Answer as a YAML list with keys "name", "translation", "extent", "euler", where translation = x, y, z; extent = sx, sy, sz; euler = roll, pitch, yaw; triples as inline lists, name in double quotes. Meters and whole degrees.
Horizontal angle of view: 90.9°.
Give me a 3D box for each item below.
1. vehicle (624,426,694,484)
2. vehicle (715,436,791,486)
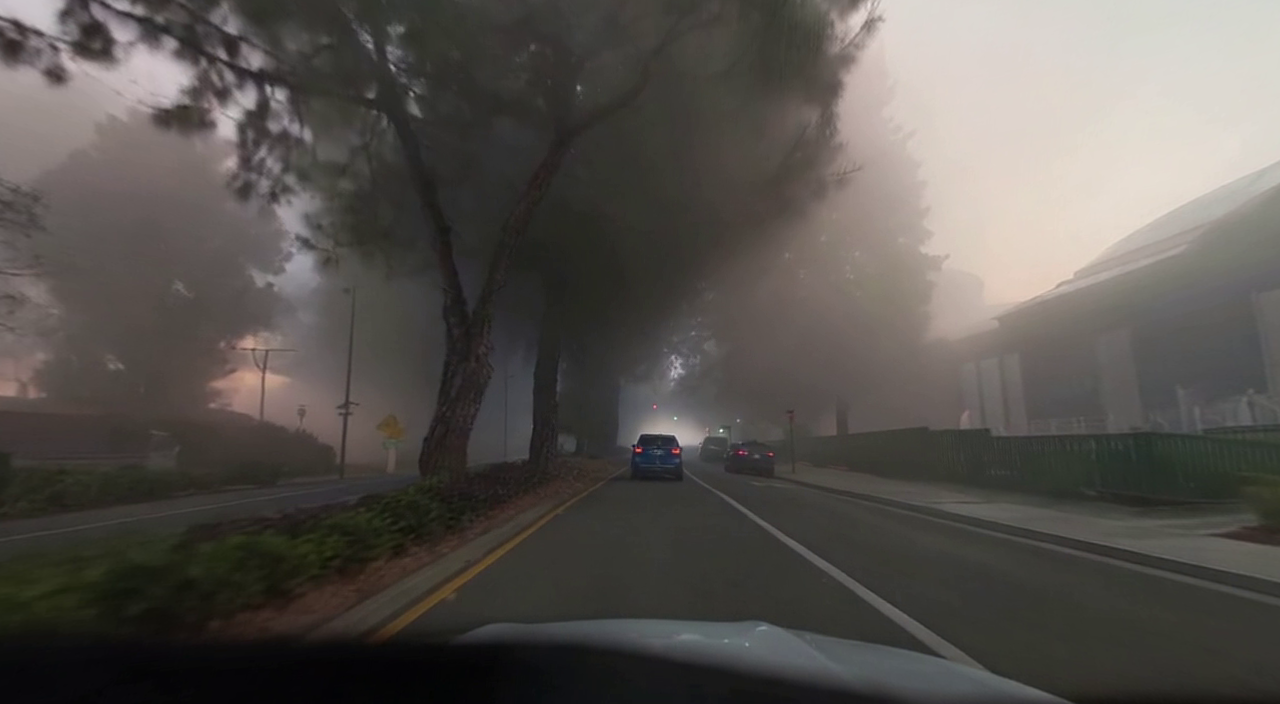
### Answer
- name: "vehicle"
  translation: [0.733, 3.855, 23.761]
  extent: [2.386, 1.947, 4.168]
  euler: [-1, -9, 2]
- name: "vehicle"
  translation: [4.272, 4.205, 24.657]
  extent: [2.138, 1.699, 4.852]
  euler: [-1, -9, 1]
